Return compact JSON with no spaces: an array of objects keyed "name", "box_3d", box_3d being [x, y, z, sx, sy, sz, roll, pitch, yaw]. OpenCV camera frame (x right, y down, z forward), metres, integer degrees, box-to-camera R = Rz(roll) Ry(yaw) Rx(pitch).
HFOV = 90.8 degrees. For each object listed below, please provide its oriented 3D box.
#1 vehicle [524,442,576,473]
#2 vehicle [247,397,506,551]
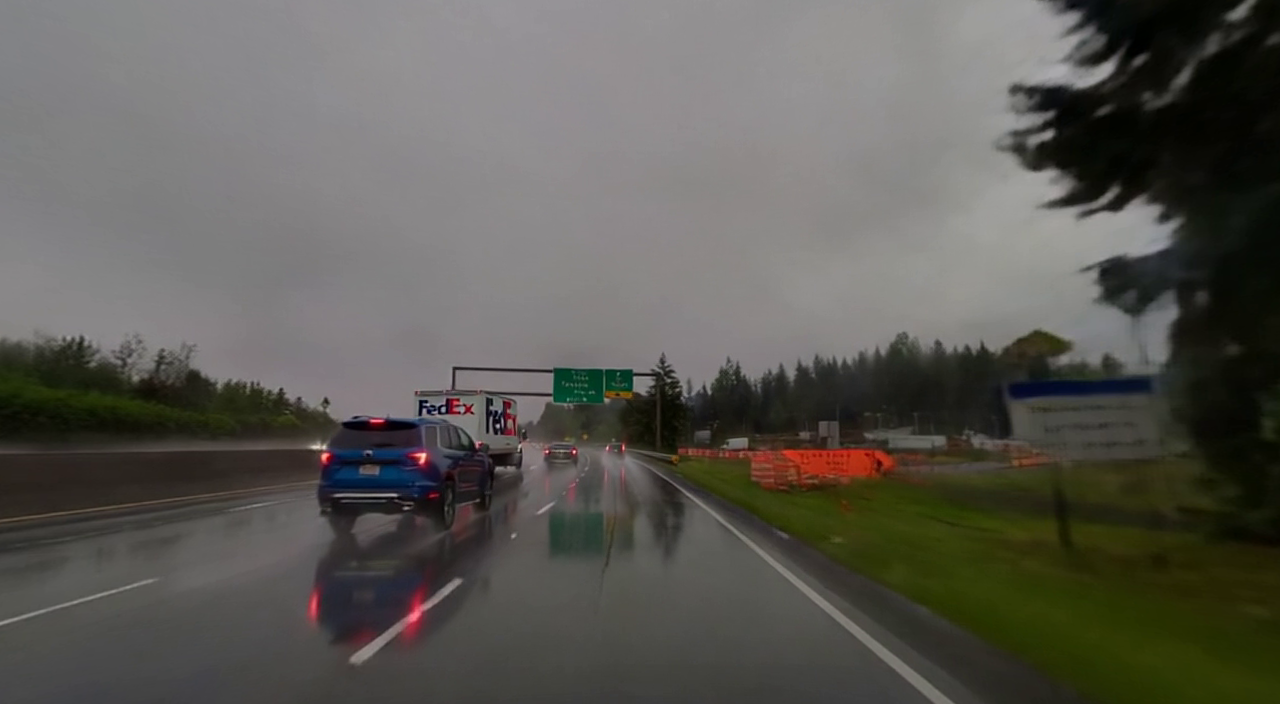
[{"name":"vehicle","box_3d":[-4.548,5.410,32.665,2.192,1.478,4.591,0,-9,-3]},{"name":"vehicle","box_3d":[-3.750,1.846,10.178,2.170,1.886,4.628,0,-9,0]}]
